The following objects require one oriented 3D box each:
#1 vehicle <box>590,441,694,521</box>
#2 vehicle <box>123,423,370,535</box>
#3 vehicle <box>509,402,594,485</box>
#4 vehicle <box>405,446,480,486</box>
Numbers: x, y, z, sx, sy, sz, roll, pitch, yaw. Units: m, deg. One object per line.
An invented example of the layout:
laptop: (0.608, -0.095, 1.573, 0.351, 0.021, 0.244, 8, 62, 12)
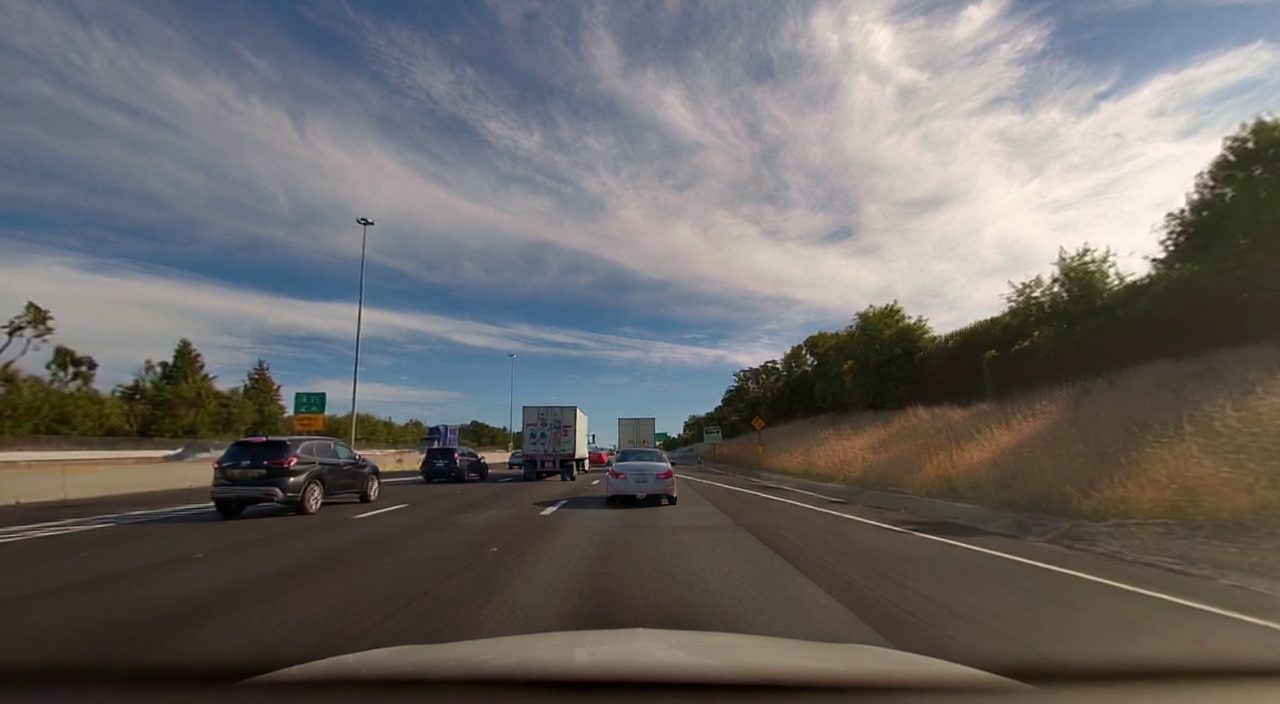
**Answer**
vehicle: (0.013, 2.741, 13.835, 1.995, 1.495, 3.380, 0, -9, -1)
vehicle: (-7.195, 2.355, 12.244, 1.952, 1.746, 4.332, 0, -9, 0)
vehicle: (-3.851, 4.274, 29.363, 2.812, 3.342, 7.248, -1, -9, 1)
vehicle: (-8.118, 4.695, 26.320, 1.880, 1.512, 3.758, -1, -9, 1)
